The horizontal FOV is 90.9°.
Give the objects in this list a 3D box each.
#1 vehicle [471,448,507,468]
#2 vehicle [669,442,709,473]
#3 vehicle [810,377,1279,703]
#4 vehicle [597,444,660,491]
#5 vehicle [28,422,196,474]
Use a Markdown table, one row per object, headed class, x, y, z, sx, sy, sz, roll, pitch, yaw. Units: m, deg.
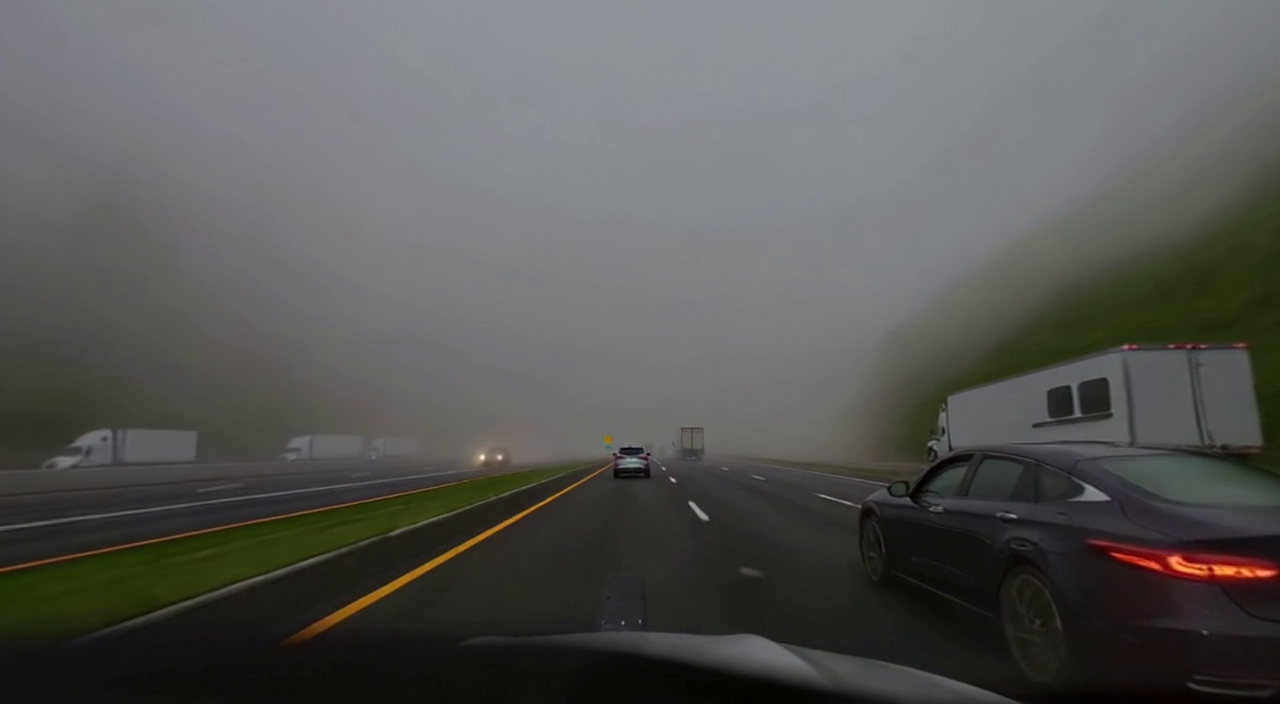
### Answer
| class | x | y | z | sx | sy | sz | roll | pitch | yaw |
| --- | --- | --- | --- | --- | --- | --- | --- | --- | --- |
| vehicle | -11.718 | 8.270 | 49.218 | 1.808 | 1.491 | 4.167 | 0 | -9 | 0 |
| vehicle | 2.882 | 6.304 | 37.776 | 2.048 | 1.704 | 4.284 | 0 | -9 | 0 |
| vehicle | 2.903 | 1.210 | 4.499 | 1.997 | 1.534 | 4.664 | 0 | -9 | -1 |
| vehicle | -0.376 | 3.943 | 21.791 | 1.970 | 1.441 | 3.846 | 0 | -9 | -1 |
| vehicle | -36.223 | 6.743 | 44.059 | 2.726 | 3.138 | 10.258 | 0 | -9 | 1 |
